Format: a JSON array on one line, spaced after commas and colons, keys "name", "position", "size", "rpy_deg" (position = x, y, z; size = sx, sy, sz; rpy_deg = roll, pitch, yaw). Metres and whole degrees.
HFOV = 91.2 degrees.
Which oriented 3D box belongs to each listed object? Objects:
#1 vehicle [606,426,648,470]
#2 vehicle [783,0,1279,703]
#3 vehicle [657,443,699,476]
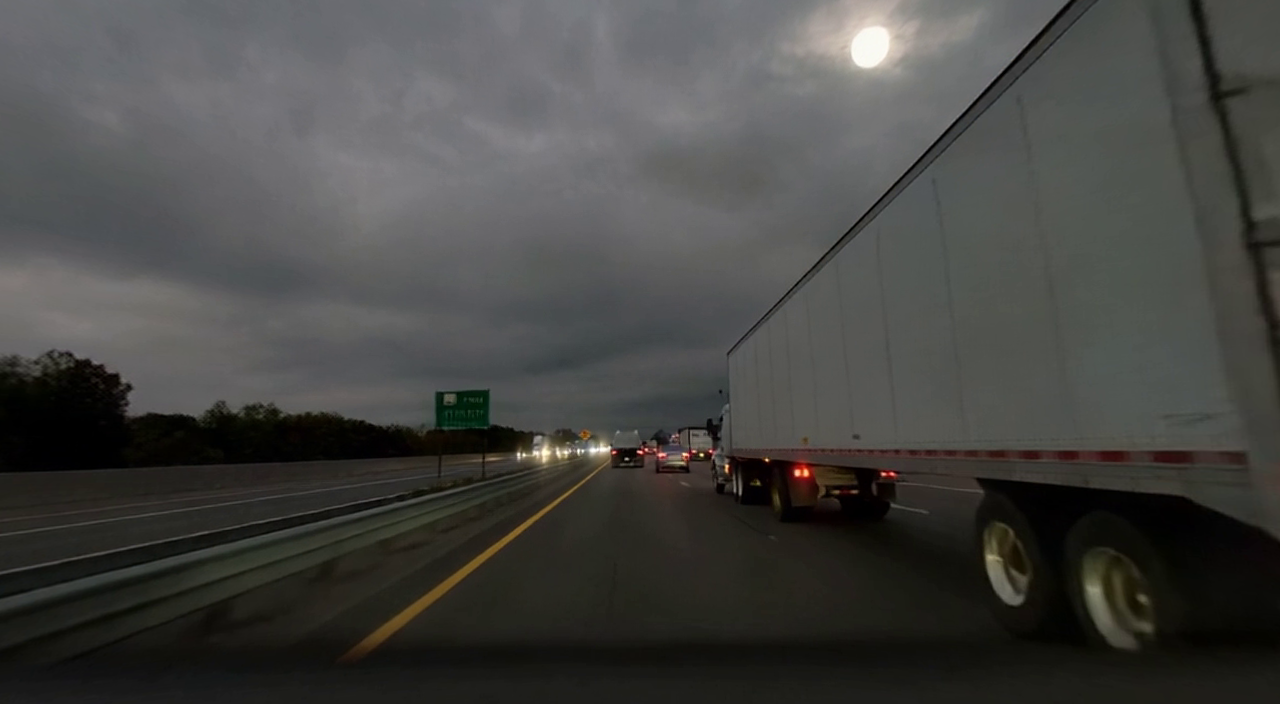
[{"name": "vehicle", "position": [-0.780, 6.619, 43.095], "size": [2.506, 2.743, 6.093], "rpy_deg": [-1, -9, 2]}, {"name": "vehicle", "position": [3.914, 0.261, 6.343], "size": [2.816, 4.086, 8.486], "rpy_deg": [0, -9, 0]}, {"name": "vehicle", "position": [2.084, 5.717, 33.603], "size": [2.127, 1.642, 3.899], "rpy_deg": [-1, -9, 5]}]
